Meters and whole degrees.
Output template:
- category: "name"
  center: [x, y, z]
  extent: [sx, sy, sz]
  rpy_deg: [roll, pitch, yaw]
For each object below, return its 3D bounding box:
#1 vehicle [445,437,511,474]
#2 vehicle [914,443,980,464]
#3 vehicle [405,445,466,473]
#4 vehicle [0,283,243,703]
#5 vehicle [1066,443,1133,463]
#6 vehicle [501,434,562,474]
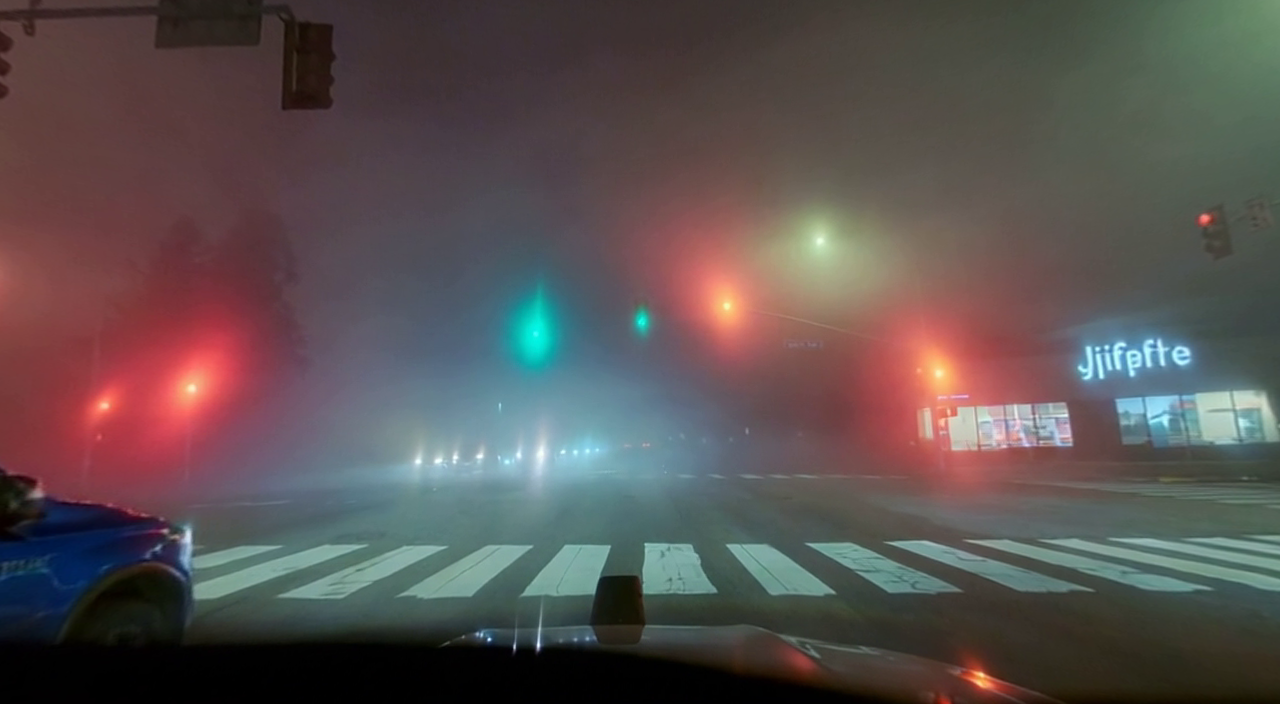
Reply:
- category: "vehicle"
  center: [-8.413, 5.395, 33.254]
  extent: [2.273, 1.791, 4.809]
  rpy_deg: [0, -8, -1]
- category: "vehicle"
  center: [23.907, 7.909, 49.298]
  extent: [4.135, 1.417, 1.851]
  rpy_deg: [-2, -9, 2]
- category: "vehicle"
  center: [-11.319, 5.925, 35.232]
  extent: [2.003, 1.476, 4.082]
  rpy_deg: [0, -8, 1]
- category: "vehicle"
  center: [-3.348, 0.530, 0.955]
  extent: [2.313, 1.883, 5.016]
  rpy_deg: [0, -9, -2]
- category: "vehicle"
  center: [34.551, 7.600, 47.585]
  extent: [3.740, 1.433, 1.646]
  rpy_deg: [0, -8, -1]
- category: "vehicle"
  center: [-5.233, 5.025, 31.245]
  extent: [2.384, 1.787, 5.038]
  rpy_deg: [0, -8, -3]
